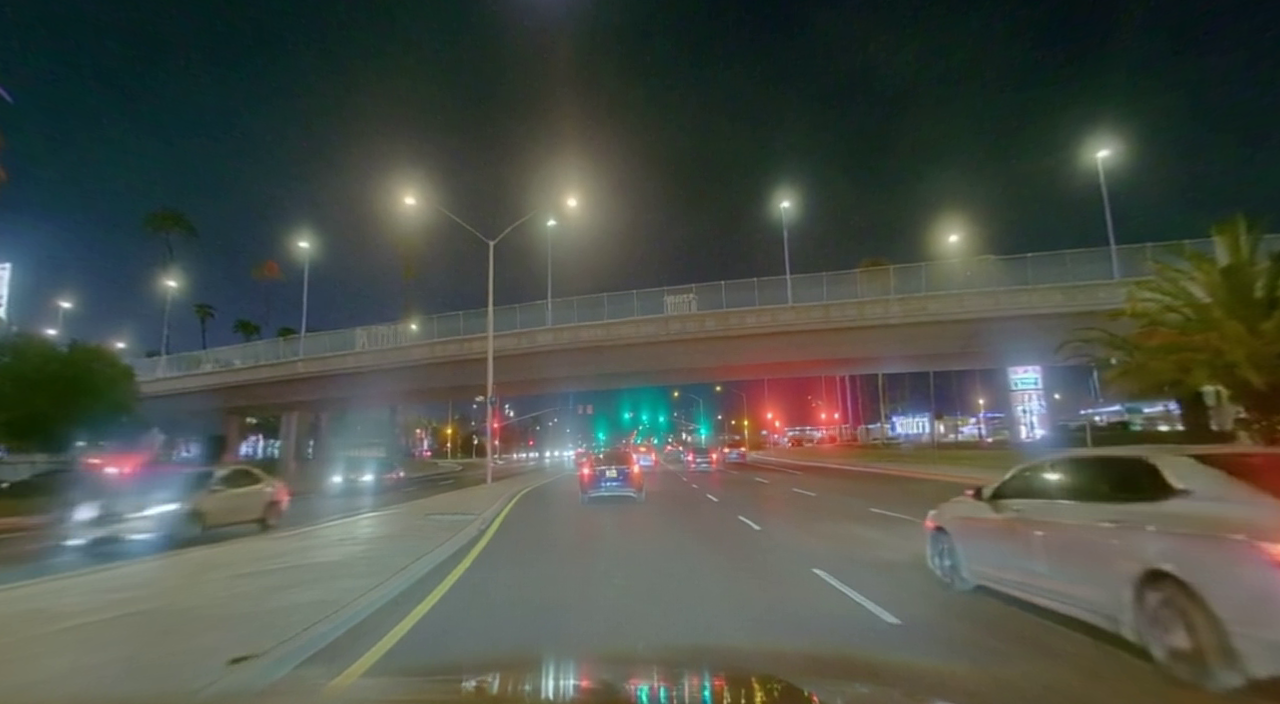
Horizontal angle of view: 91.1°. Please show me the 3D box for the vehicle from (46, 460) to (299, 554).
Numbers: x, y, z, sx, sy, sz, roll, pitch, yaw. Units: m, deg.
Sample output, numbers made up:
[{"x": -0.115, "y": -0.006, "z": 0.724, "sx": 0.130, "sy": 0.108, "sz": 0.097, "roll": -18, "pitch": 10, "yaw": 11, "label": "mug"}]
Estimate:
[{"x": -9.469, "y": 3.123, "z": 13.350, "sx": 1.937, "sy": 1.521, "sz": 4.523, "roll": 0, "pitch": -9, "yaw": -1, "label": "vehicle"}]

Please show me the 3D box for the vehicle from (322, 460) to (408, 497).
[{"x": -12.986, "y": 5.980, "z": 30.015, "sx": 1.963, "sy": 1.518, "sz": 4.822, "roll": 0, "pitch": -9, "yaw": -1, "label": "vehicle"}]

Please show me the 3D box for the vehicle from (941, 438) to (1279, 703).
[{"x": 4.152, "y": 1.318, "z": 4.291, "sx": 2.156, "sy": 1.404, "sz": 4.120, "roll": 0, "pitch": -9, "yaw": 1, "label": "vehicle"}]

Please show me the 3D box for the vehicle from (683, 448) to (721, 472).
[{"x": 4.089, "y": 7.189, "z": 42.067, "sx": 2.119, "sy": 1.509, "sz": 4.495, "roll": 0, "pitch": -9, "yaw": 0, "label": "vehicle"}]

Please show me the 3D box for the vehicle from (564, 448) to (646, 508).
[{"x": -0.988, "y": 3.560, "z": 18.264, "sx": 2.111, "sy": 1.506, "sz": 4.018, "roll": 0, "pitch": -9, "yaw": -3, "label": "vehicle"}]
